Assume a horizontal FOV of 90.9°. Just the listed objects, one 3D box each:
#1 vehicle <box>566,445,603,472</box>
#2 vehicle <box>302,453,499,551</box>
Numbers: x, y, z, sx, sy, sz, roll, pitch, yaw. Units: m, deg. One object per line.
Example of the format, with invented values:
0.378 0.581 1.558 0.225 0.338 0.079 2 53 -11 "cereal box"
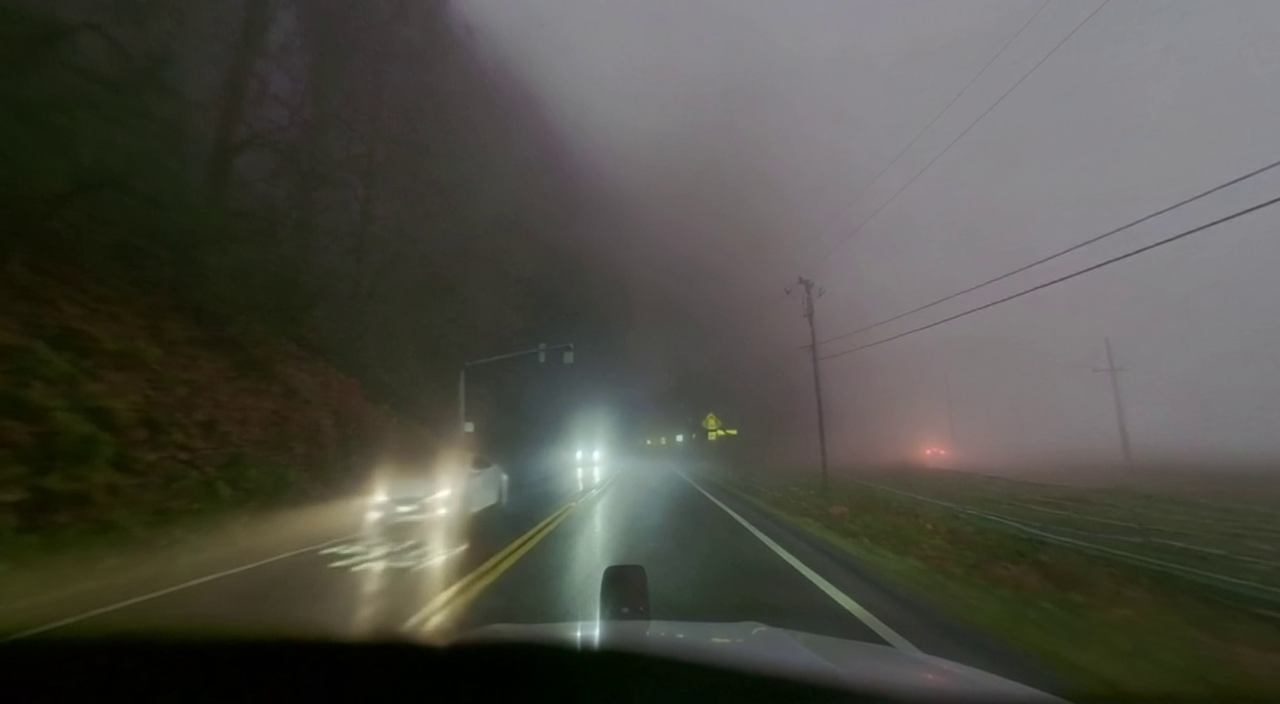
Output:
-3.593 6.998 41.591 2.074 1.679 4.293 -1 -9 0 "vehicle"
-4.097 2.605 11.611 2.002 1.420 3.948 -1 -9 1 "vehicle"
